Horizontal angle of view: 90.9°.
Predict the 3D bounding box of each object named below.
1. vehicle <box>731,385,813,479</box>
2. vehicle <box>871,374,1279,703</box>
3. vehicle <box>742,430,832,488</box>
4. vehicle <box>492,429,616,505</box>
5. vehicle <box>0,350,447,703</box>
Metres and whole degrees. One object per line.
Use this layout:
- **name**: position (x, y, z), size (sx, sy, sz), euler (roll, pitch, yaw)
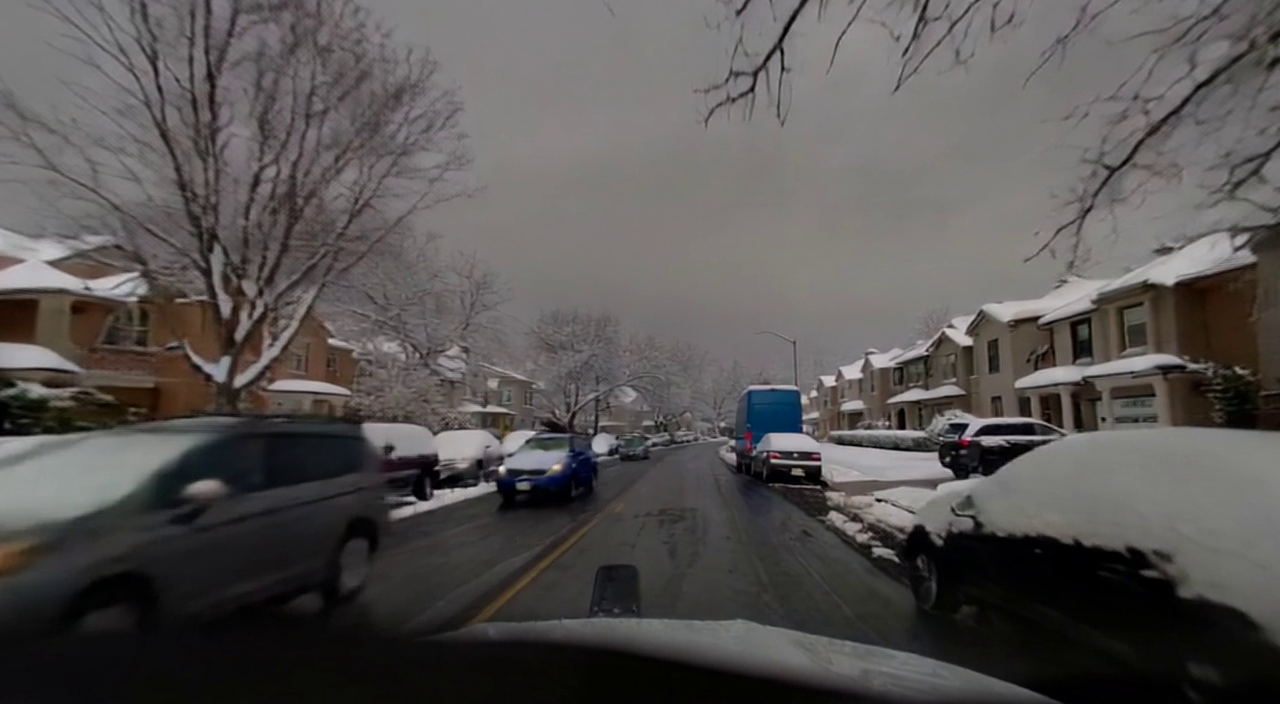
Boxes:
- **vehicle**: position (4.854, 3.087, 24.207), size (2.317, 3.096, 6.383), euler (-1, -8, 6)
- **vehicle**: position (3.009, 1.038, 3.462), size (2.052, 1.499, 4.699), euler (-1, -8, 5)
- **vehicle**: position (4.207, 3.095, 18.722), size (1.955, 1.500, 4.410), euler (-1, -8, 5)
- **vehicle**: position (-1.837, 2.585, 14.730), size (1.889, 1.505, 3.849), euler (-1, -8, 8)
- **vehicle**: position (-3.154, 1.111, 4.445), size (1.959, 1.670, 4.255), euler (-1, -8, 4)
